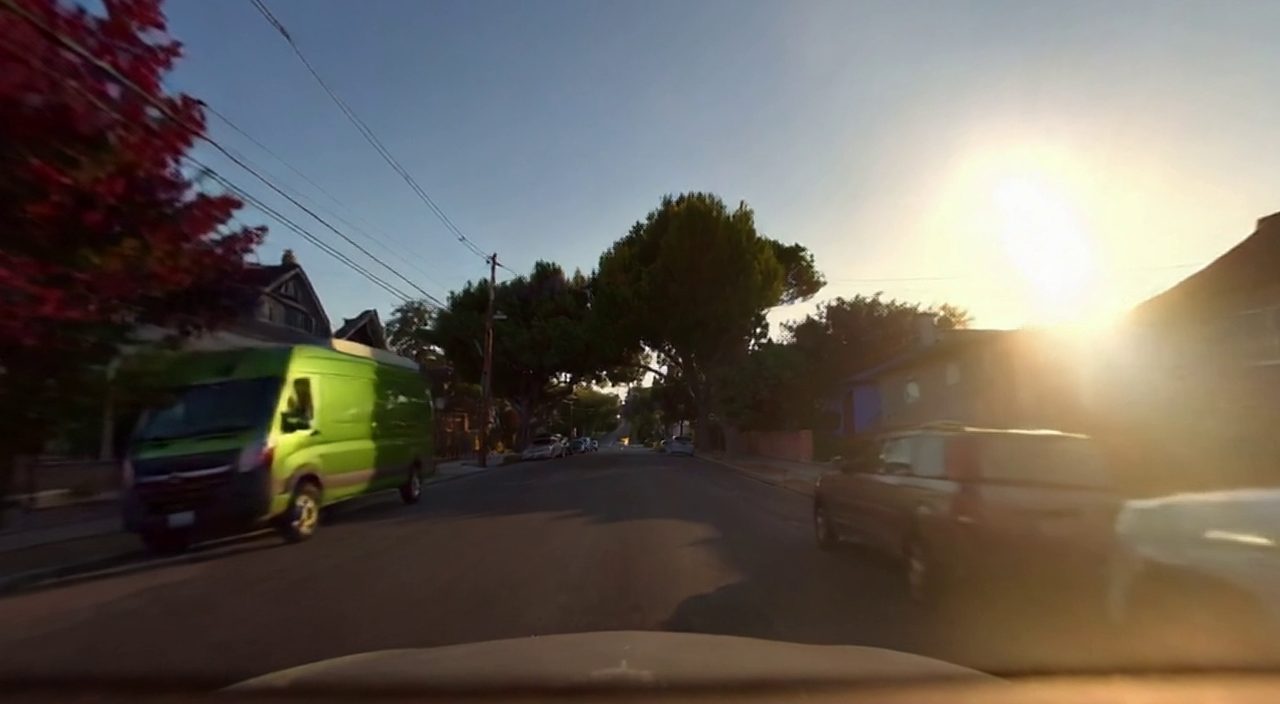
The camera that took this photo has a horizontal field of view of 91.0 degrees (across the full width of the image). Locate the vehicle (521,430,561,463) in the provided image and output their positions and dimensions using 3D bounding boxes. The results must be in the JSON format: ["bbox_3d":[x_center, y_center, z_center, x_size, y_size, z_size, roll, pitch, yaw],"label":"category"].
[{"bbox_3d":[-7.005,6.822,44.997,1.947,1.480,4.330,-3,-19,2],"label":"vehicle"}]

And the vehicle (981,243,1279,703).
[{"bbox_3d":[3.374,0.551,1.339,2.123,2.123,5.436,0,-8,-1],"label":"vehicle"}]

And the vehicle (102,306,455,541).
[{"bbox_3d":[-6.714,1.469,13.638,3.115,3.562,7.695,-1,-6,0],"label":"vehicle"}]

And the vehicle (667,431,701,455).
[{"bbox_3d":[3.293,6.966,48.120,2.159,1.760,5.345,0,-8,-1],"label":"vehicle"}]
